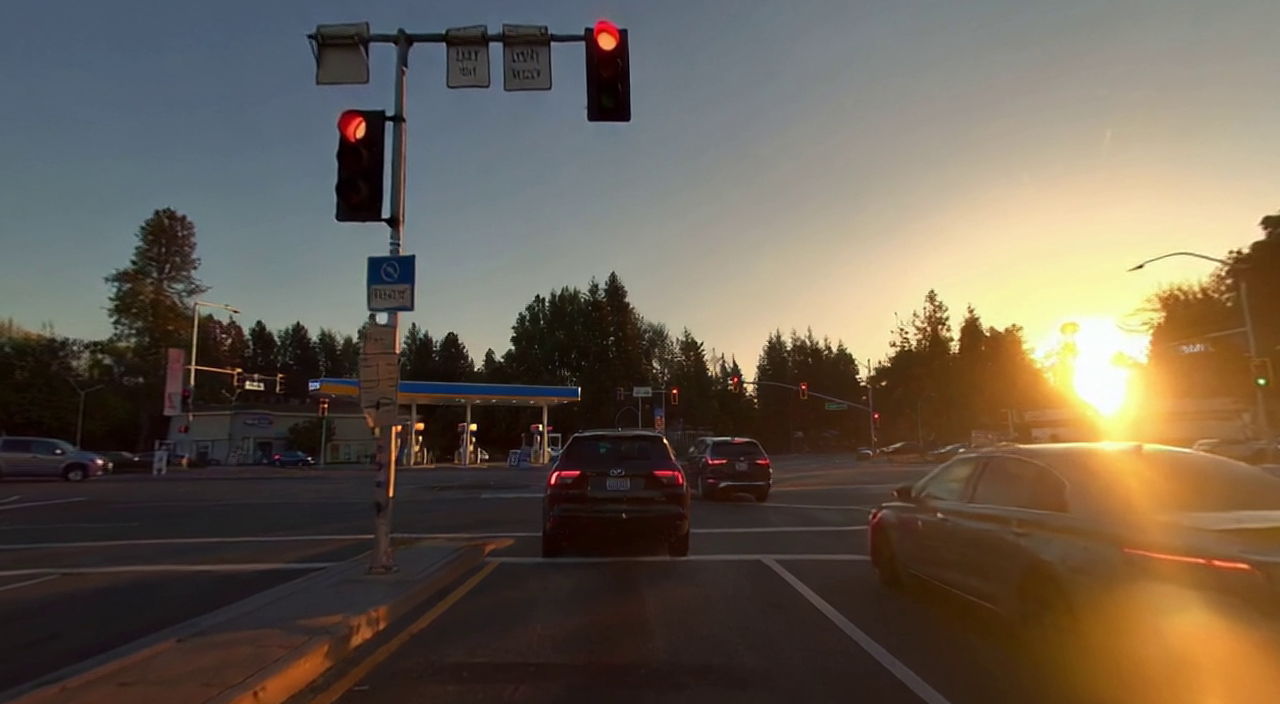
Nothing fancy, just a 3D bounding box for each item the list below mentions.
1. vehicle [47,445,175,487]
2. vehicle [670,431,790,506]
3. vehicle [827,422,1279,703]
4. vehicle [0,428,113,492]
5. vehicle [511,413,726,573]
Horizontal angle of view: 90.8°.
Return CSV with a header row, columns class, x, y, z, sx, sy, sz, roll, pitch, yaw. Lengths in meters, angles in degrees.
class,x,y,z,sx,sy,sz,roll,pitch,yaw
vehicle,-26.596,5.733,31.877,4.658,1.911,2.162,-2,-9,5
vehicle,2.296,3.149,17.483,2.060,1.783,4.411,1,-9,-9
vehicle,3.186,1.388,5.013,1.965,1.460,4.581,0,-9,0
vehicle,-28.904,5.000,29.339,6.772,2.769,2.305,-1,-9,3
vehicle,-0.331,1.907,9.329,2.351,1.733,4.616,0,-9,-3
